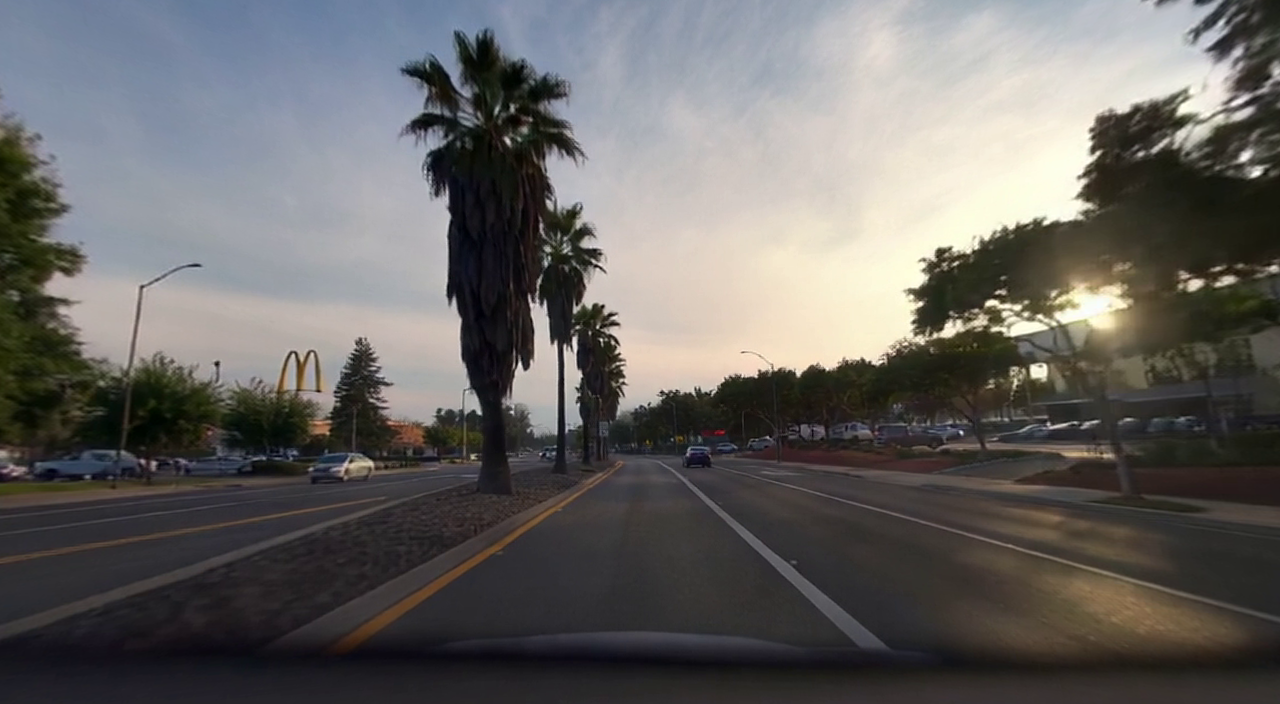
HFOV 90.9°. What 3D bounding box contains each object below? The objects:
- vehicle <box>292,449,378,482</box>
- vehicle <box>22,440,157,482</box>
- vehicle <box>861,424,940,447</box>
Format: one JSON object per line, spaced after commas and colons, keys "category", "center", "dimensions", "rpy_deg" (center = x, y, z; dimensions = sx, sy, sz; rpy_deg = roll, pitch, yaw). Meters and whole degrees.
{"category": "vehicle", "center": [-16.786, 6.223, 35.060], "dimensions": [2.167, 1.622, 5.184], "rpy_deg": [0, -8, 0]}
{"category": "vehicle", "center": [-32.675, 6.661, 37.831], "dimensions": [2.415, 2.234, 6.082], "rpy_deg": [-2, -12, 2]}
{"category": "vehicle", "center": [18.906, 6.095, 45.957], "dimensions": [4.649, 1.662, 2.349], "rpy_deg": [0, -8, 1]}
